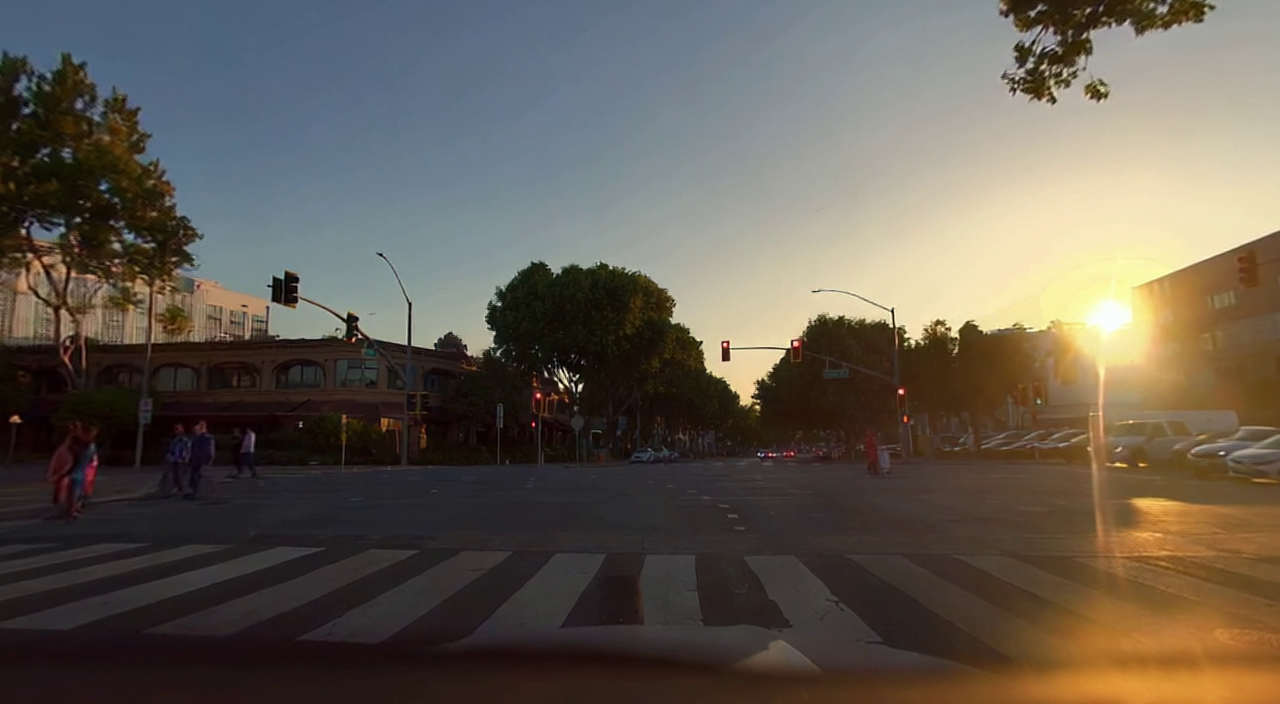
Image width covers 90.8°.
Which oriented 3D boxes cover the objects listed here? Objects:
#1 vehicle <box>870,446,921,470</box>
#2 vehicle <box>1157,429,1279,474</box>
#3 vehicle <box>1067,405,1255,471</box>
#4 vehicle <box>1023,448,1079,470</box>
[{"bbox_3d":[17.521,7.244,43.513,1.789,1.557,4.293,0,-9,1],"label":"vehicle"},{"bbox_3d":[21.059,3.400,21.736,4.740,1.464,1.876,-1,-9,3],"label":"vehicle"},{"bbox_3d":[22.947,3.860,28.103,5.855,2.746,2.523,-1,-9,3],"label":"vehicle"},{"bbox_3d":[27.714,7.225,42.718,1.589,1.405,3.633,-1,-9,4],"label":"vehicle"}]
